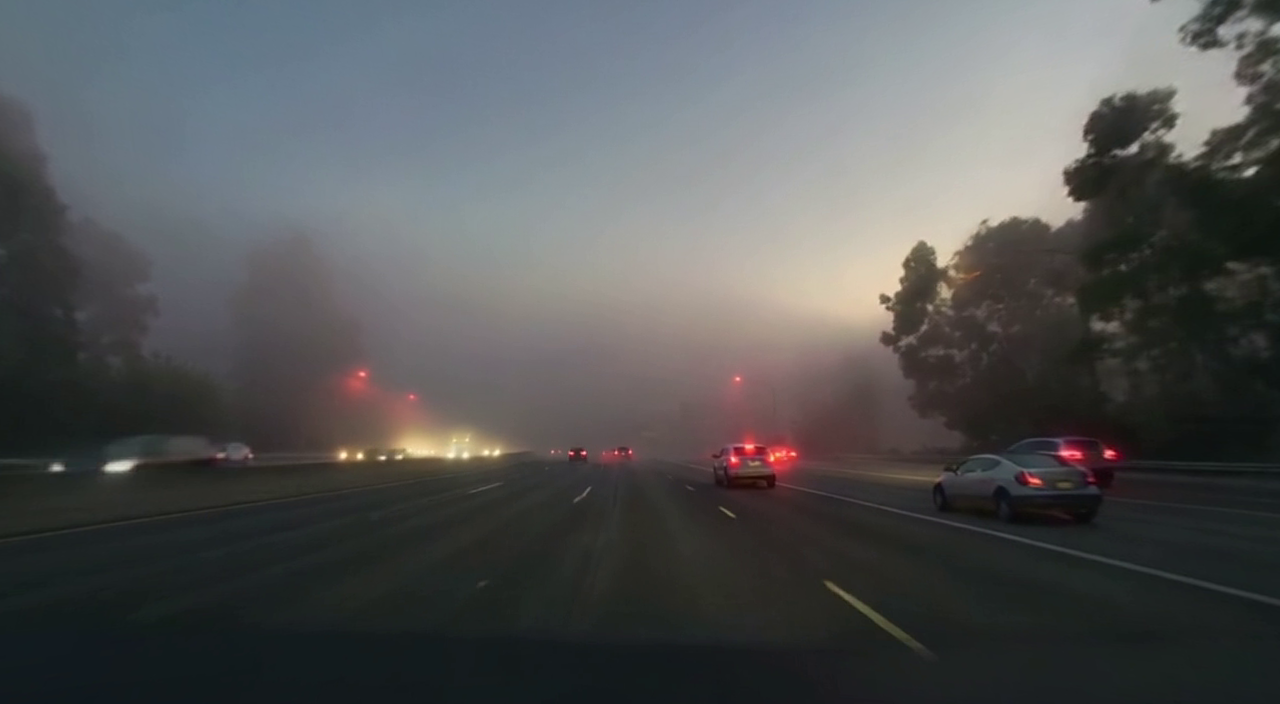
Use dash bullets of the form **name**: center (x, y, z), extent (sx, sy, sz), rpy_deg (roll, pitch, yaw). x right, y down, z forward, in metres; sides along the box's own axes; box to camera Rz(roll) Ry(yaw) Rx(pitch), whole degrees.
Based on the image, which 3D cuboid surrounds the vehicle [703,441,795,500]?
- **vehicle**: center (3.116, 3.505, 18.857), extent (1.975, 1.562, 3.823), rpy_deg (0, -9, -1)

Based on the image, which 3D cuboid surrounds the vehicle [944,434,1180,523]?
- **vehicle**: center (9.034, 2.751, 14.153), extent (1.909, 1.634, 4.739), rpy_deg (0, -9, -1)

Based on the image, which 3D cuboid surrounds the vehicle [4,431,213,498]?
- **vehicle**: center (-16.976, 3.635, 20.656), extent (2.148, 1.902, 5.385), rpy_deg (0, -9, -1)
